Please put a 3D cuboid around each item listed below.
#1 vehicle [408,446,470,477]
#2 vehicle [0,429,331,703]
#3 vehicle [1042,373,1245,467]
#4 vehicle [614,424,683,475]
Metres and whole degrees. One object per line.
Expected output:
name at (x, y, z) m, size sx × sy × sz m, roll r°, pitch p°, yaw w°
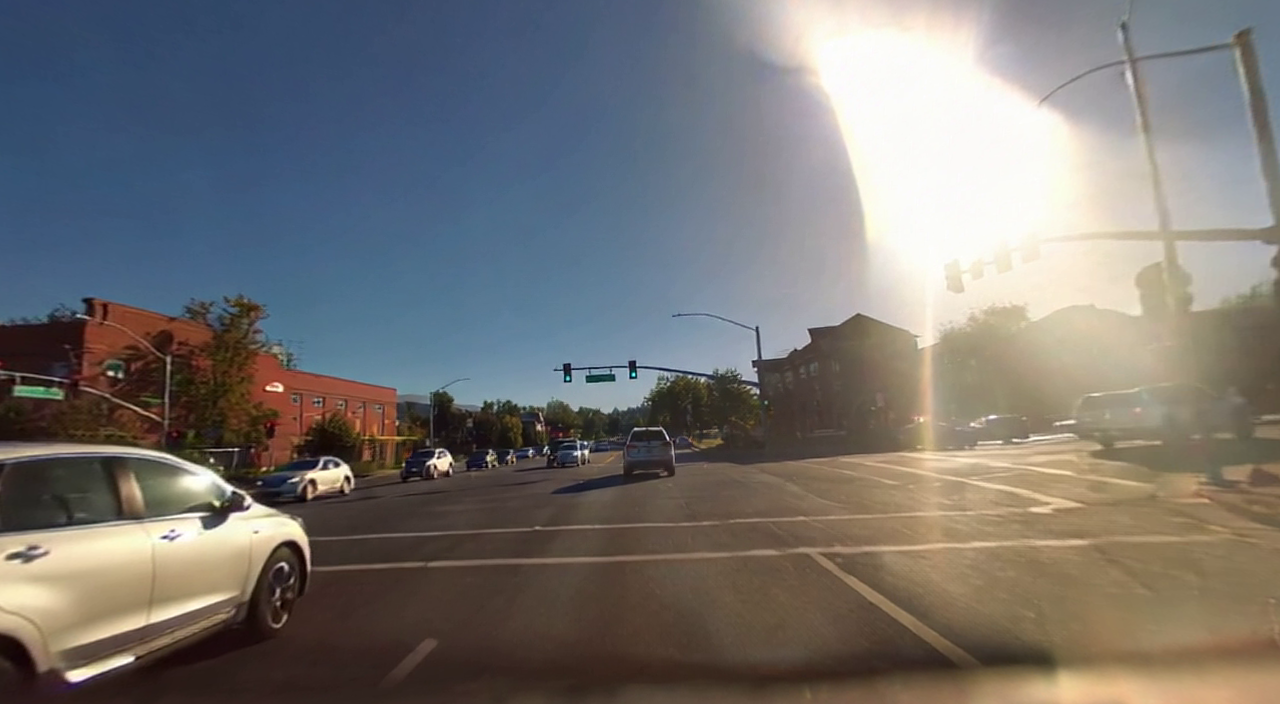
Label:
vehicle at (-11.436, 6.236, 36.212) m, size 2.184 × 1.641 × 4.429 m, roll 0°, pitch -8°, yaw -1°
vehicle at (-3.632, 1.149, 3.189) m, size 1.996 × 1.463 × 4.094 m, roll -1°, pitch -8°, yaw 1°
vehicle at (13.703, 1.904, 17.054) m, size 5.877 × 2.148 × 2.452 m, roll 5°, pitch -10°, yaw -34°
vehicle at (0.255, 3.952, 25.826) m, size 2.513 × 1.854 × 5.235 m, roll 0°, pitch -8°, yaw -1°
